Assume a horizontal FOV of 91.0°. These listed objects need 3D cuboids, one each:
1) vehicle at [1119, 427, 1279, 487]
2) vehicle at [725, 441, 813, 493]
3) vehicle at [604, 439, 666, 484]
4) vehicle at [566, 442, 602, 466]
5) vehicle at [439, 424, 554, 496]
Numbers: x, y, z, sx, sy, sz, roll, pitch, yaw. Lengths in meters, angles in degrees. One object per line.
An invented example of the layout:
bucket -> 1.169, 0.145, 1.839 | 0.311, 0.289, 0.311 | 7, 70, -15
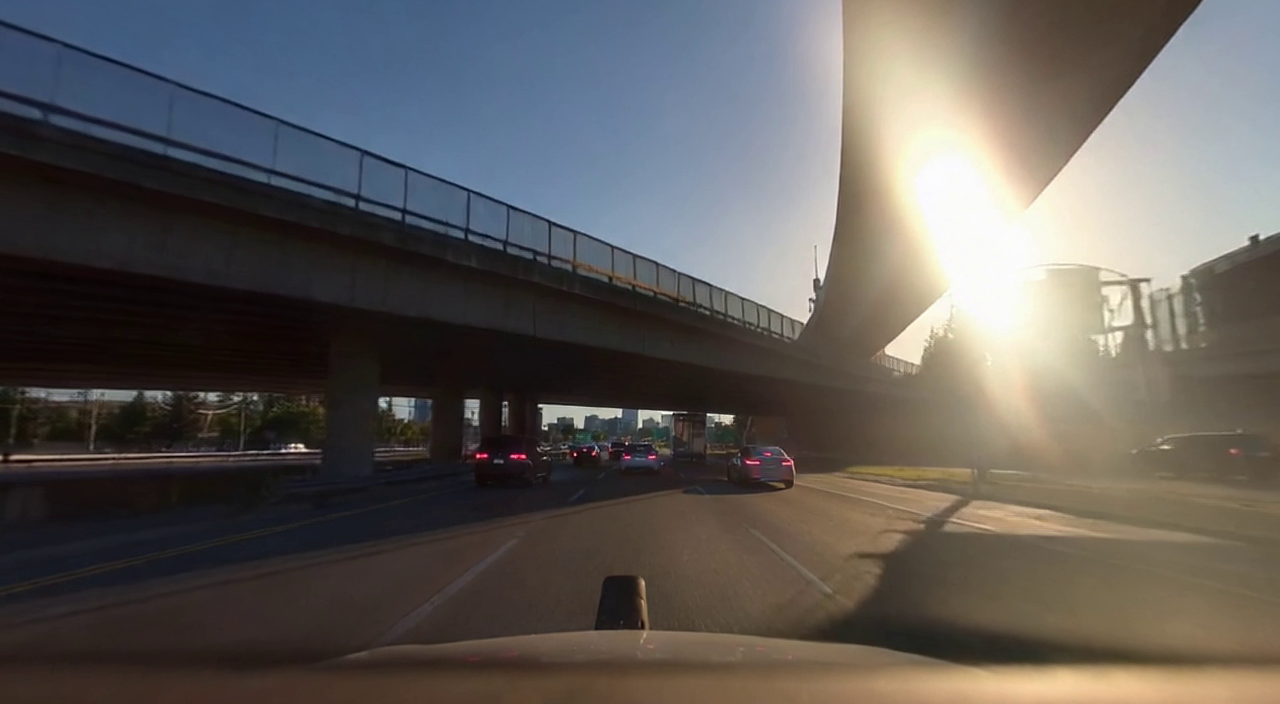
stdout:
vehicle -> 21.962, 3.999, 24.383 | 2.376, 1.988, 6.109 | 0, -8, 5
vehicle -> 4.046, 3.661, 20.479 | 1.974, 1.490, 3.994 | 0, -8, 0
vehicle -> -0.155, 4.034, 23.509 | 2.089, 1.493, 3.964 | 0, -8, 1
vehicle -> -3.594, 6.610, 40.984 | 1.868, 1.431, 4.055 | 0, -8, 2
vehicle -> -3.968, 3.086, 18.371 | 2.142, 1.819, 4.648 | 0, -8, 1
